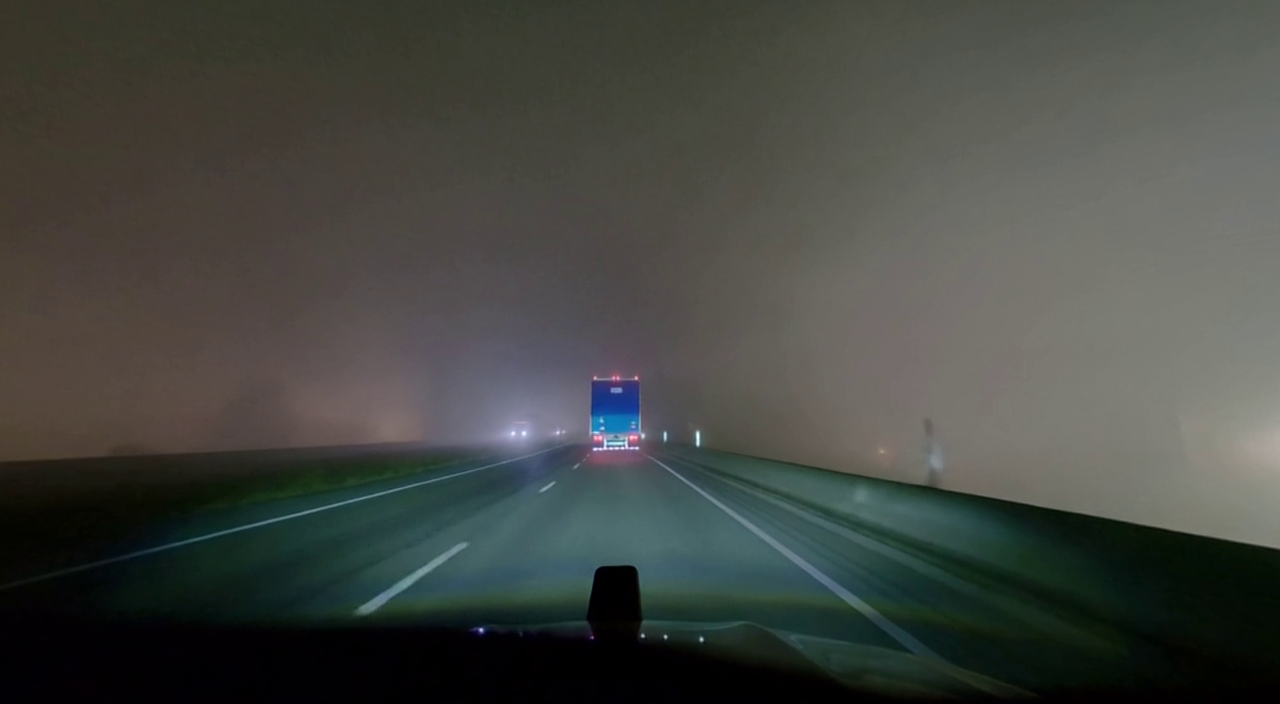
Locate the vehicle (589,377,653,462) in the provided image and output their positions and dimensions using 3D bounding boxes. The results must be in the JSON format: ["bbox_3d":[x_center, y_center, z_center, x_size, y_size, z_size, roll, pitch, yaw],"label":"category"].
[{"bbox_3d":[-1.106,3.859,34.840,3.023,3.965,10.402,0,-8,-2],"label":"vehicle"}]
